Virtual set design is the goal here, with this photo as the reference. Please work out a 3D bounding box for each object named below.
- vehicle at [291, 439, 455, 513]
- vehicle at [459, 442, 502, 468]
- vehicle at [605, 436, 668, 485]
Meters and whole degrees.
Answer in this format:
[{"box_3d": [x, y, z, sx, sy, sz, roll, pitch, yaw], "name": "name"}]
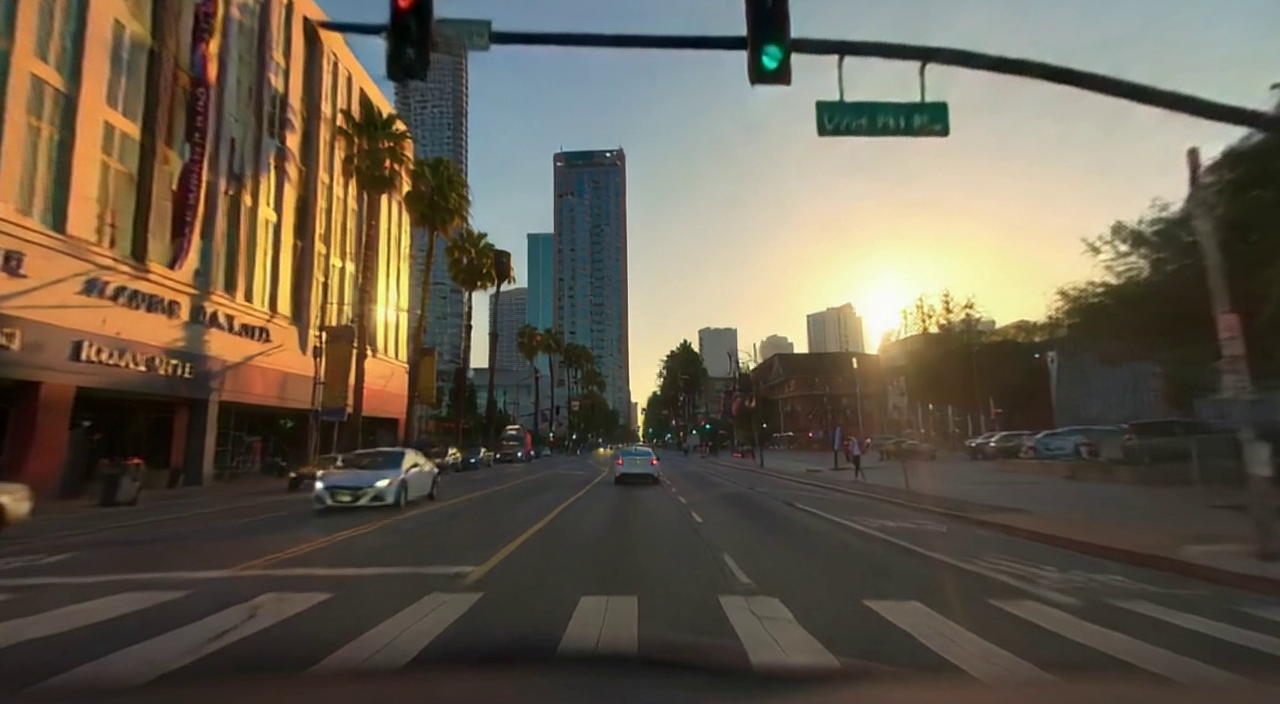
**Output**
[{"box_3d": [-6.179, 2.865, 15.255, 1.951, 1.476, 4.452, 0, -8, 1], "name": "vehicle"}, {"box_3d": [-12.203, 7.850, 48.424, 1.981, 1.803, 4.835, 0, -8, 1], "name": "vehicle"}, {"box_3d": [-0.130, 3.974, 23.550, 2.145, 1.632, 3.972, 0, -8, 0], "name": "vehicle"}]
